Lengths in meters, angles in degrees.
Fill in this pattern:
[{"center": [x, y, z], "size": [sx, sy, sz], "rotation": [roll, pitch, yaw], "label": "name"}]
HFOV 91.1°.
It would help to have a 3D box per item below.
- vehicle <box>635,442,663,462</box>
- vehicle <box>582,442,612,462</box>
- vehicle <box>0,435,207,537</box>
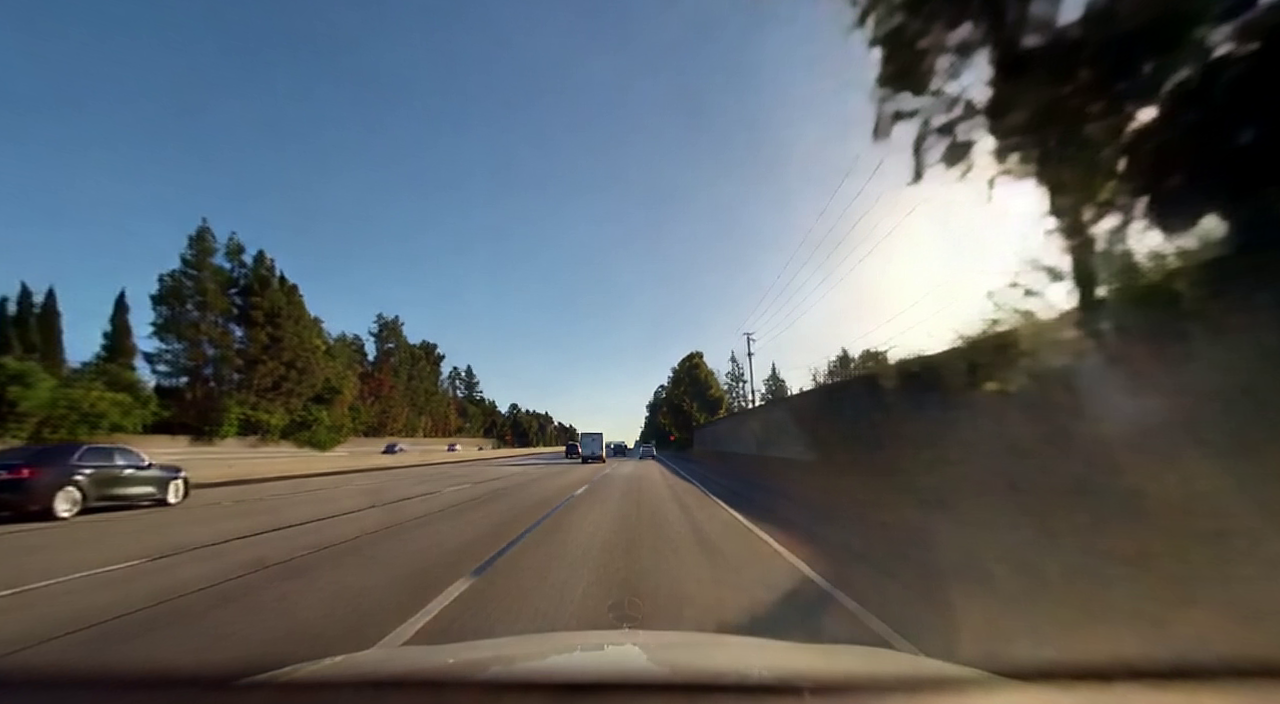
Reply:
[{"center": [0.684, 7.888, 49.608], "size": [2.057, 1.453, 3.926], "rotation": [0, -8, 0], "label": "vehicle"}, {"center": [-3.297, 7.769, 48.780], "size": [2.046, 1.478, 4.111], "rotation": [0, -8, 0], "label": "vehicle"}, {"center": [-10.480, 2.280, 11.297], "size": [1.955, 1.496, 4.732], "rotation": [0, -8, 1], "label": "vehicle"}]
